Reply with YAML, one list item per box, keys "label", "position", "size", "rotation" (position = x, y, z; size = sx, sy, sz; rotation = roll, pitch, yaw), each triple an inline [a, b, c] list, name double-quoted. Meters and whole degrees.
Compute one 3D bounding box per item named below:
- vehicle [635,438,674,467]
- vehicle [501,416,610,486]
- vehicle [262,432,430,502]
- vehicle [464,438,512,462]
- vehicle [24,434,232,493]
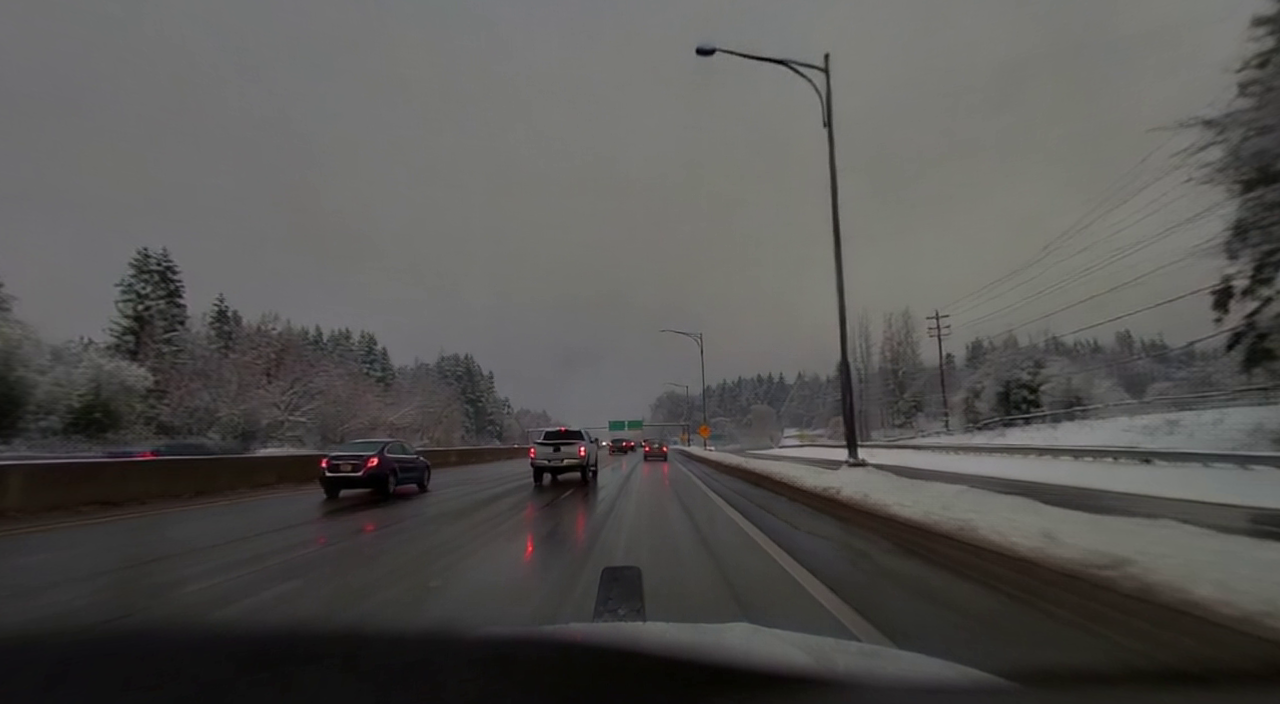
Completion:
- label: "vehicle"
  position: [0.760, 5.512, 34.688]
  size: [2.013, 1.444, 4.447]
  rotation: [0, -8, 1]
- label: "vehicle"
  position: [-2.684, 3.431, 22.154]
  size: [2.815, 2.092, 6.526]
  rotation: [0, -8, 1]
- label: "vehicle"
  position: [-7.104, 2.804, 15.798]
  size: [1.964, 1.481, 4.425]
  rotation: [0, -8, 2]
- label: "vehicle"
  position: [-9.976, 6.474, 41.493]
  size: [1.915, 1.472, 4.502]
  rotation: [0, -8, 2]
- label: "vehicle"
  position: [-14.500, 3.165, 18.270]
  size: [1.938, 1.475, 4.760]
  rotation: [0, -8, 2]
